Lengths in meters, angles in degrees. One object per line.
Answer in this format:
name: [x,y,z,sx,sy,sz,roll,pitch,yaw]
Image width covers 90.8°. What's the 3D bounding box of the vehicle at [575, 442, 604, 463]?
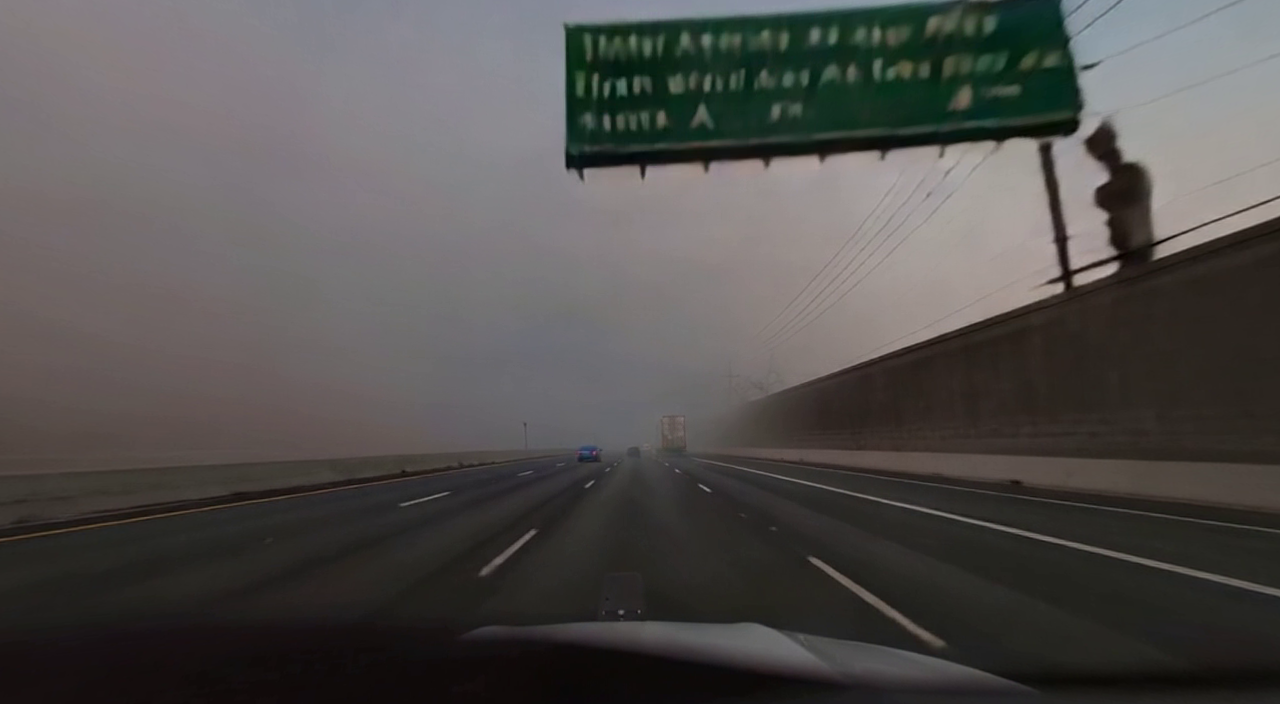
vehicle: [-3.938,7.943,49.965,2.009,1.533,4.175,0,-9,0]
